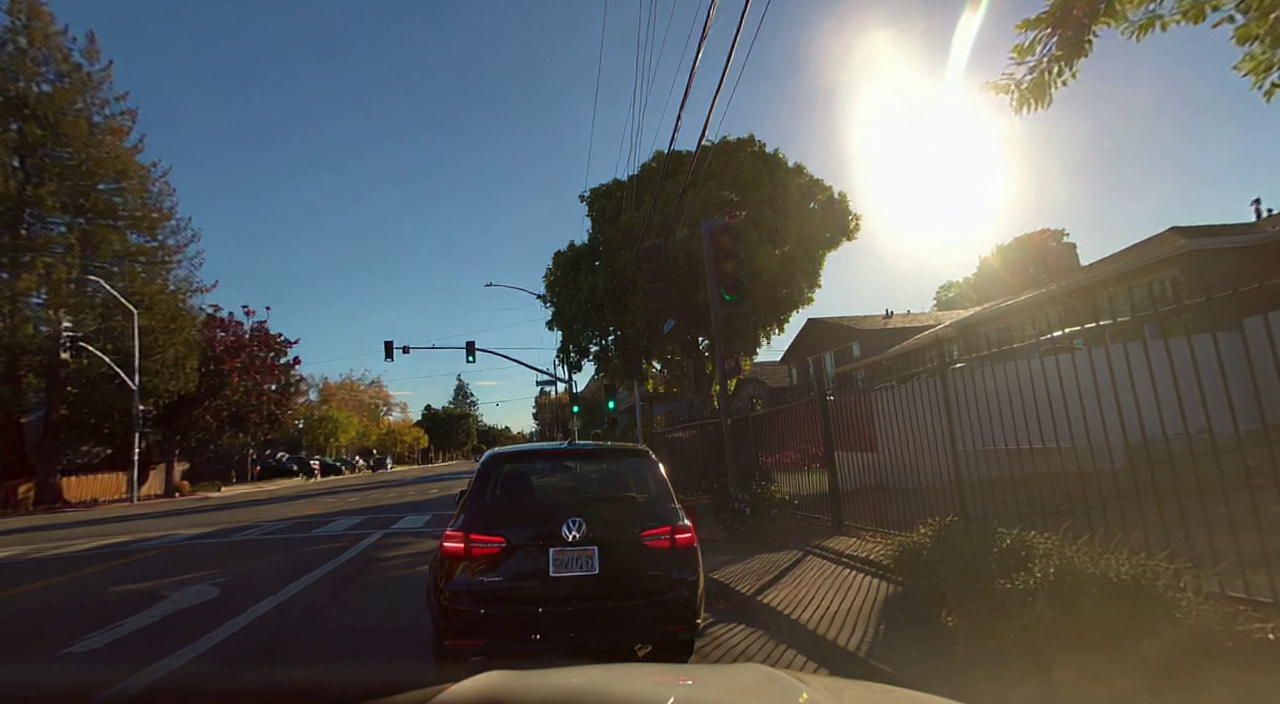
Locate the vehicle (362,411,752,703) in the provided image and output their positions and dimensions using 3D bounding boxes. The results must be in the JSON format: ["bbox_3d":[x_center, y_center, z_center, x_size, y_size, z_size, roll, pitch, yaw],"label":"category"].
[{"bbox_3d":[-0.678,1.349,5.220,2.024,1.502,3.702,1,-9,-9],"label":"vehicle"}]
